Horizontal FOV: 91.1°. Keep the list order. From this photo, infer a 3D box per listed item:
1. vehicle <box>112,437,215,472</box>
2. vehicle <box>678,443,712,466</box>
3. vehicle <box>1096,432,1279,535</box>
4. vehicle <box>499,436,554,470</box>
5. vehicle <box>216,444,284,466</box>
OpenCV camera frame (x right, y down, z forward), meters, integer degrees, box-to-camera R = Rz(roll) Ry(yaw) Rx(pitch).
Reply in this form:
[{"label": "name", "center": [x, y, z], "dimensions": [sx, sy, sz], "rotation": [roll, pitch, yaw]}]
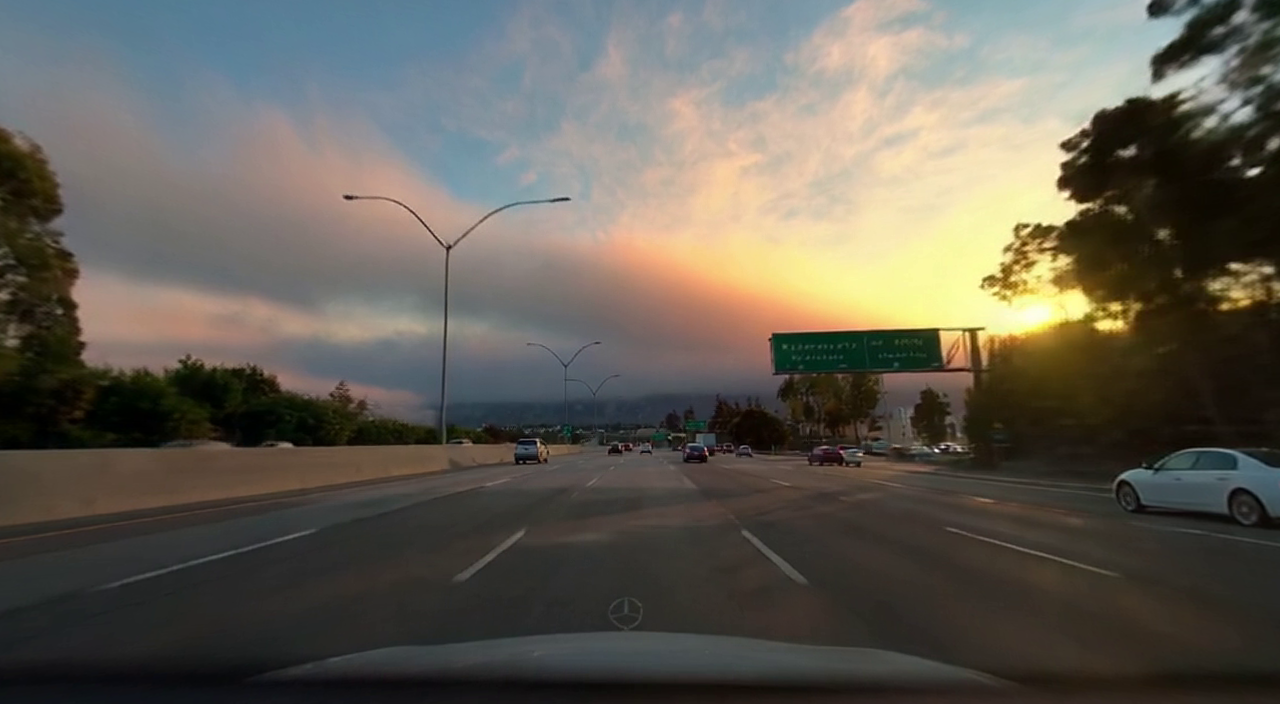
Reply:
[{"label": "vehicle", "center": [-21.346, 4.597, 28.292], "dimensions": [1.715, 1.425, 3.674], "rotation": [0, -8, 0]}, {"label": "vehicle", "center": [3.728, 6.988, 42.983], "dimensions": [1.950, 1.453, 3.378], "rotation": [0, -8, -1]}, {"label": "vehicle", "center": [10.196, 2.069, 10.175], "dimensions": [1.979, 1.467, 4.839], "rotation": [0, -8, 0]}, {"label": "vehicle", "center": [-6.262, 5.595, 35.087], "dimensions": [2.091, 1.746, 4.437], "rotation": [0, -8, 2]}, {"label": "vehicle", "center": [-28.867, 7.599, 46.697], "dimensions": [1.900, 1.530, 4.914], "rotation": [0, -8, 0]}]
